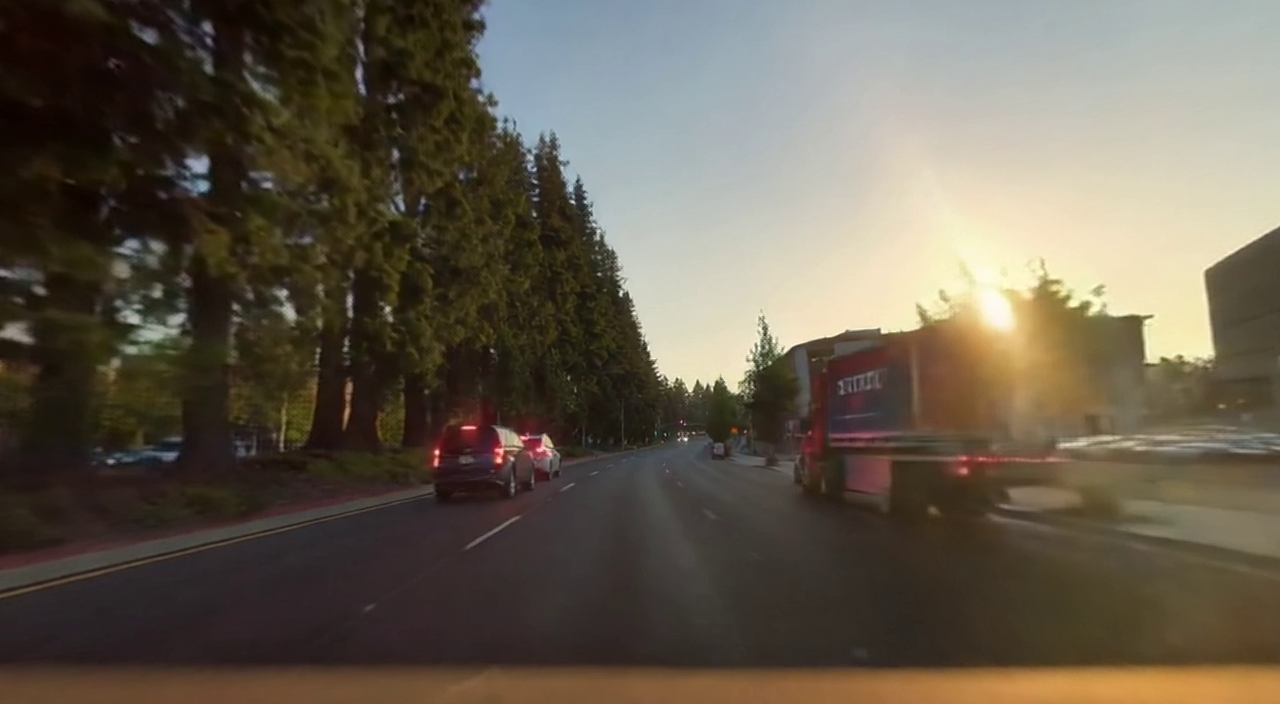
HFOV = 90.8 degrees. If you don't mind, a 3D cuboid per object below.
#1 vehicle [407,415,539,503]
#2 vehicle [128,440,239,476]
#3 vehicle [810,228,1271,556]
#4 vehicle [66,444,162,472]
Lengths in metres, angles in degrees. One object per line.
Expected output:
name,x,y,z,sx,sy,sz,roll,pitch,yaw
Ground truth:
vehicle,-4.439,2.979,18.002,2.270,2.068,5.865,0,-9,-1
vehicle,-28.822,6.747,40.038,5.368,2.121,1.960,8,-14,-36
vehicle,6.090,1.079,12.267,2.981,4.106,8.794,0,-9,0
vehicle,-36.723,7.420,44.244,2.063,1.795,4.576,-8,-12,29
